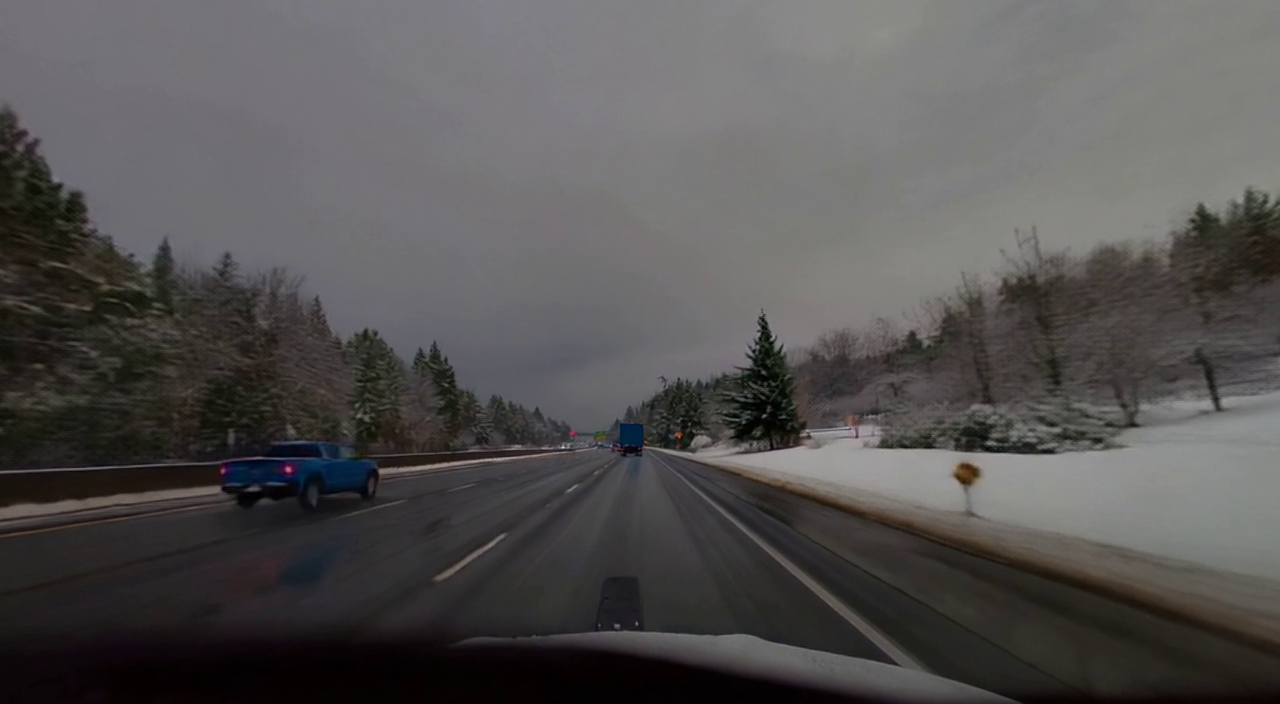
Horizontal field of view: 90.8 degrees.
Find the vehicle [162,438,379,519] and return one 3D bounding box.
[{"bbox_3d":[-7.913,2.722,14.220,2.155,1.504,4.490,0,-8,0],"label":"vehicle"}]
